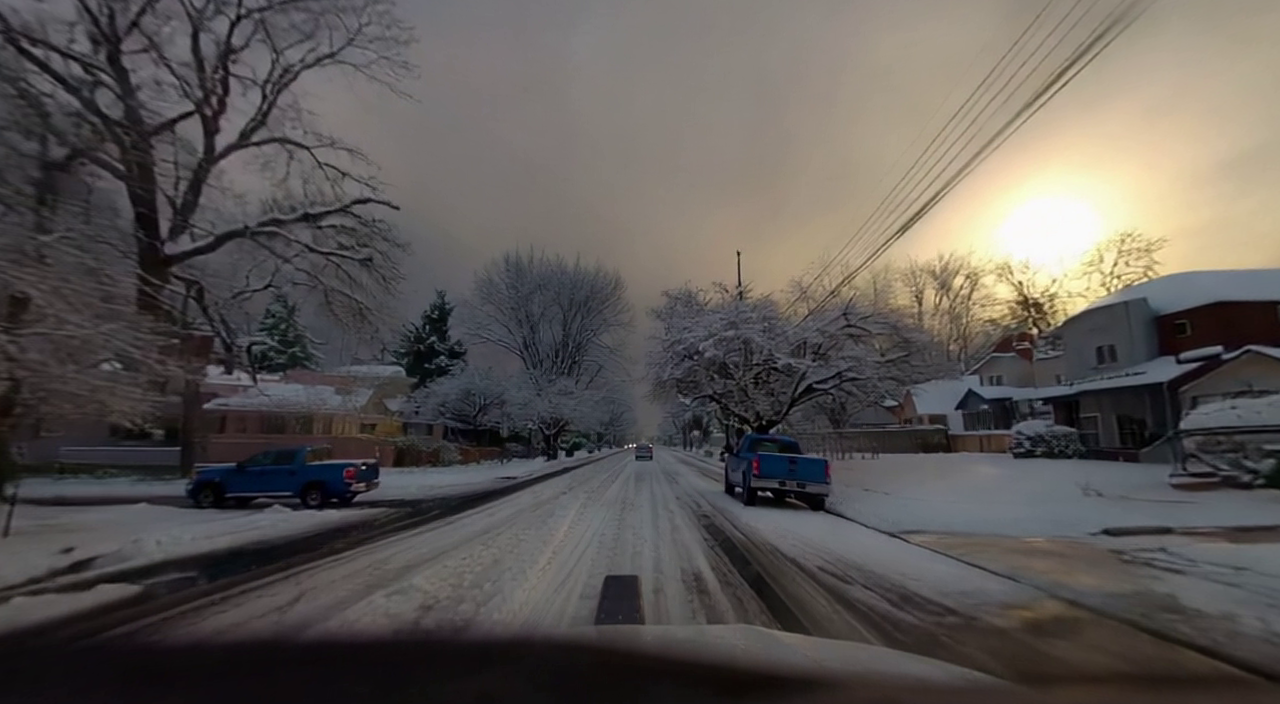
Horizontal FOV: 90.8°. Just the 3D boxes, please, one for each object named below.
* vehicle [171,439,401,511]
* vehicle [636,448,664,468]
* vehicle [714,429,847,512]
[{"bbox_3d":[-9.319,3.239,16.950,4.947,1.769,2.023,0,-9,2],"label":"vehicle"},{"bbox_3d":[0.735,8.085,48.370,2.064,1.477,3.968,0,-9,1],"label":"vehicle"},{"bbox_3d":[3.610,3.194,17.656,2.394,1.901,5.759,0,-9,0],"label":"vehicle"}]
